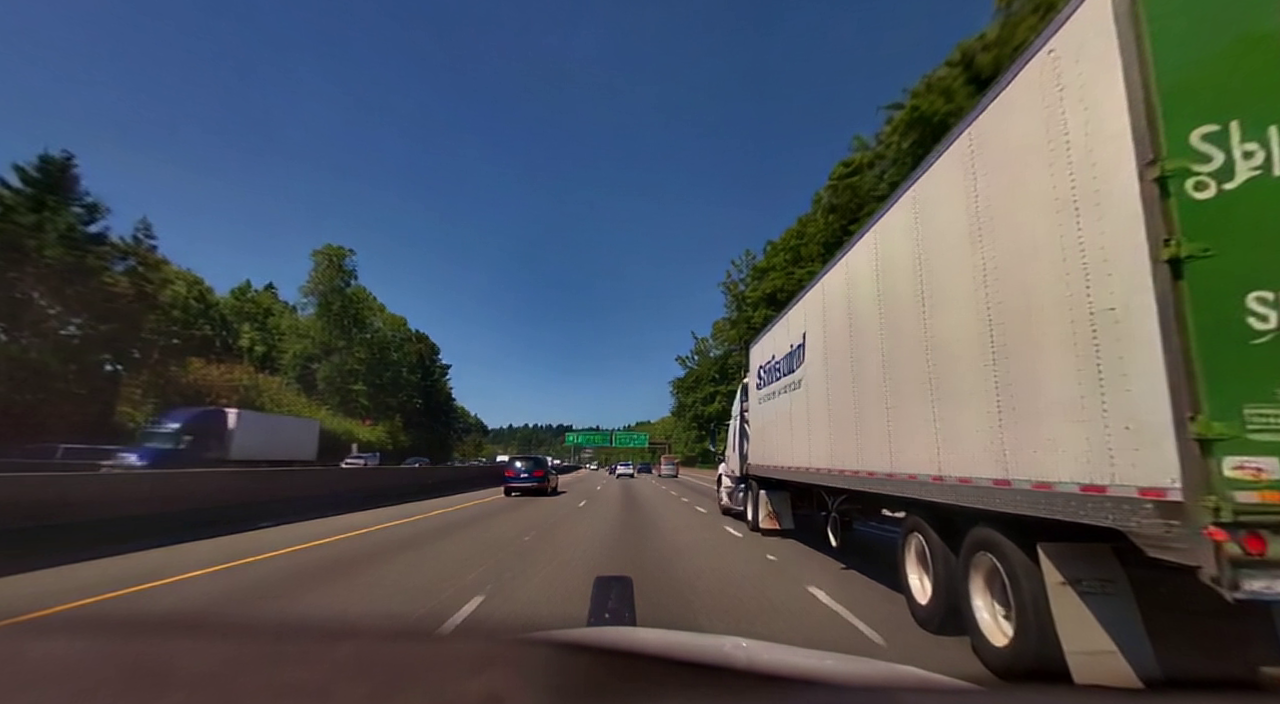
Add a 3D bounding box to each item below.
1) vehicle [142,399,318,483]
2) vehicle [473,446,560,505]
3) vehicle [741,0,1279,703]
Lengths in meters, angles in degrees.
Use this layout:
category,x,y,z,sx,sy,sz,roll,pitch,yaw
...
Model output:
category,x,y,z,sx,sy,sz,roll,pitch,yaw
vehicle,-21.131,4.918,33.525,2.966,3.783,9.511,1,-10,-1
vehicle,-4.104,4.249,21.846,2.070,1.775,4.646,1,-10,0
vehicle,4.176,0.783,8.827,2.992,4.300,13.967,1,-10,-1
